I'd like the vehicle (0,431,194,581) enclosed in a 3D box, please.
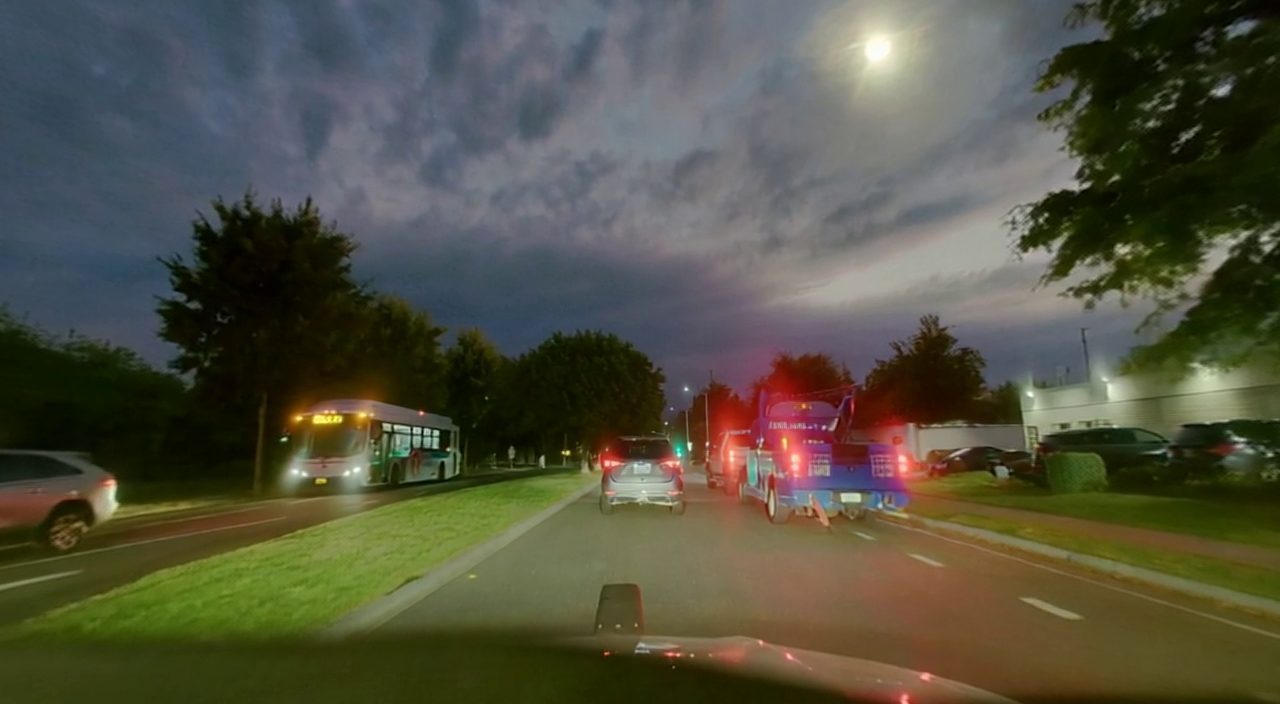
[{"bbox_3d":[-8.476,1.909,8.125,2.028,1.728,4.630,0,-8,1],"label":"vehicle"}]

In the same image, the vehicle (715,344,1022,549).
[{"bbox_3d":[4.020,2.156,14.727,3.088,3.057,10.503,0,-8,-1],"label":"vehicle"}]

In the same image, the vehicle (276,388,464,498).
[{"bbox_3d":[-11.672,4.260,29.580,2.996,4.022,12.692,0,-8,1],"label":"vehicle"}]

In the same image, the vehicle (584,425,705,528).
[{"bbox_3d":[0.050,2.648,14.178,2.157,1.816,5.804,0,-8,-1],"label":"vehicle"}]

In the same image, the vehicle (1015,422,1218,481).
[{"bbox_3d":[14.456,3.053,19.401,4.452,1.554,2.158,-2,-9,-1],"label":"vehicle"}]
